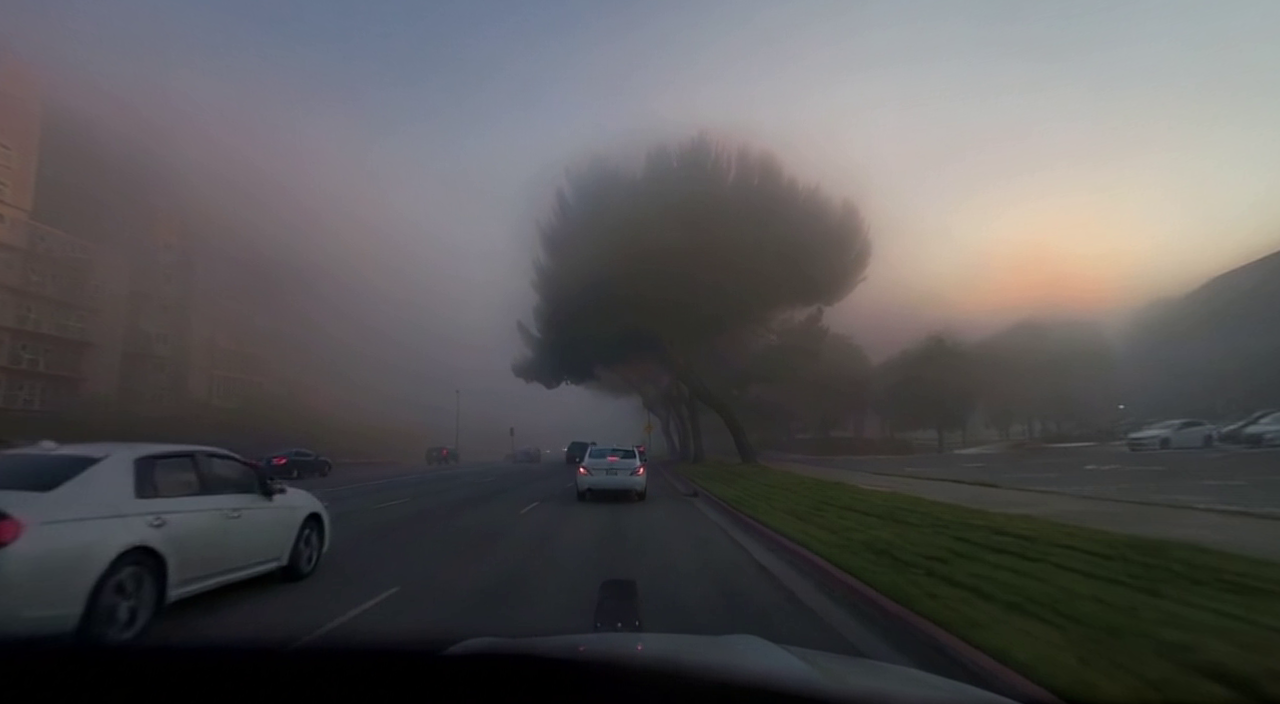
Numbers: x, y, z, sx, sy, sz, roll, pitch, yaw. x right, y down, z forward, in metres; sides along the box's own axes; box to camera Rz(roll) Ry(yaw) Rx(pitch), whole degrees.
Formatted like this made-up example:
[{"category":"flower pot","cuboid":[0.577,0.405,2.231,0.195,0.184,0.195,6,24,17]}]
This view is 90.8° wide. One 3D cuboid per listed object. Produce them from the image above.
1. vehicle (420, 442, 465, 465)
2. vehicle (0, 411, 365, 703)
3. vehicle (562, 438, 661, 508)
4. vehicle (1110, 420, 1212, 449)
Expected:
[{"category":"vehicle","cuboid":[-15.345,7.939,49.220,2.064,1.686,4.380,0,-9,0]},{"category":"vehicle","cuboid":[-4.218,1.353,4.976,2.032,1.515,4.641,0,-9,0]},{"category":"vehicle","cuboid":[-0.664,2.930,15.708,2.099,1.469,4.389,0,-9,-1]},{"category":"vehicle","cuboid":[26.633,4.248,32.350,3.719,1.416,1.741,0,-9,-5]}]
